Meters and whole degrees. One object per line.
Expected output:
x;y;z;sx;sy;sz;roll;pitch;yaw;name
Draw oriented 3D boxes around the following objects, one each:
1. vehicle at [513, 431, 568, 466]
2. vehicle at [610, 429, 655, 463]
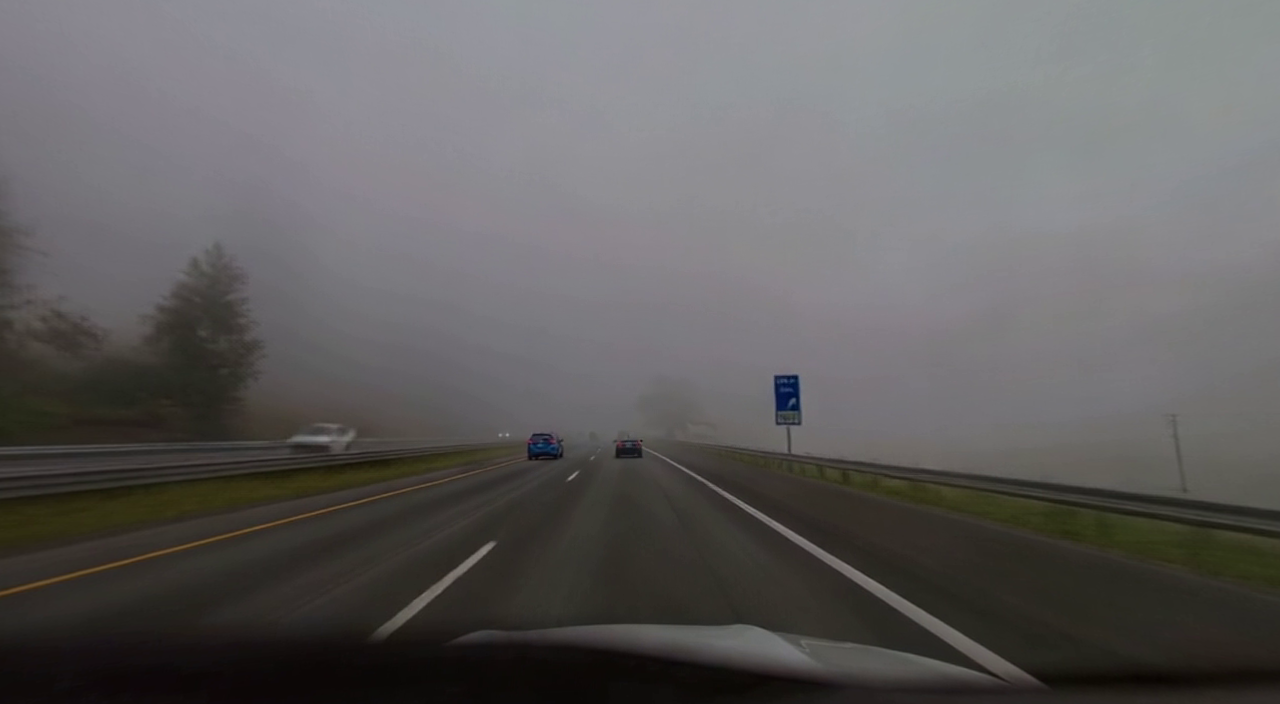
-4.612;4.522;29.722;1.975;1.518;4.242;0;-8;-1;vehicle
-0.441;4.755;32.038;2.162;1.616;4.242;0;-8;-2;vehicle
